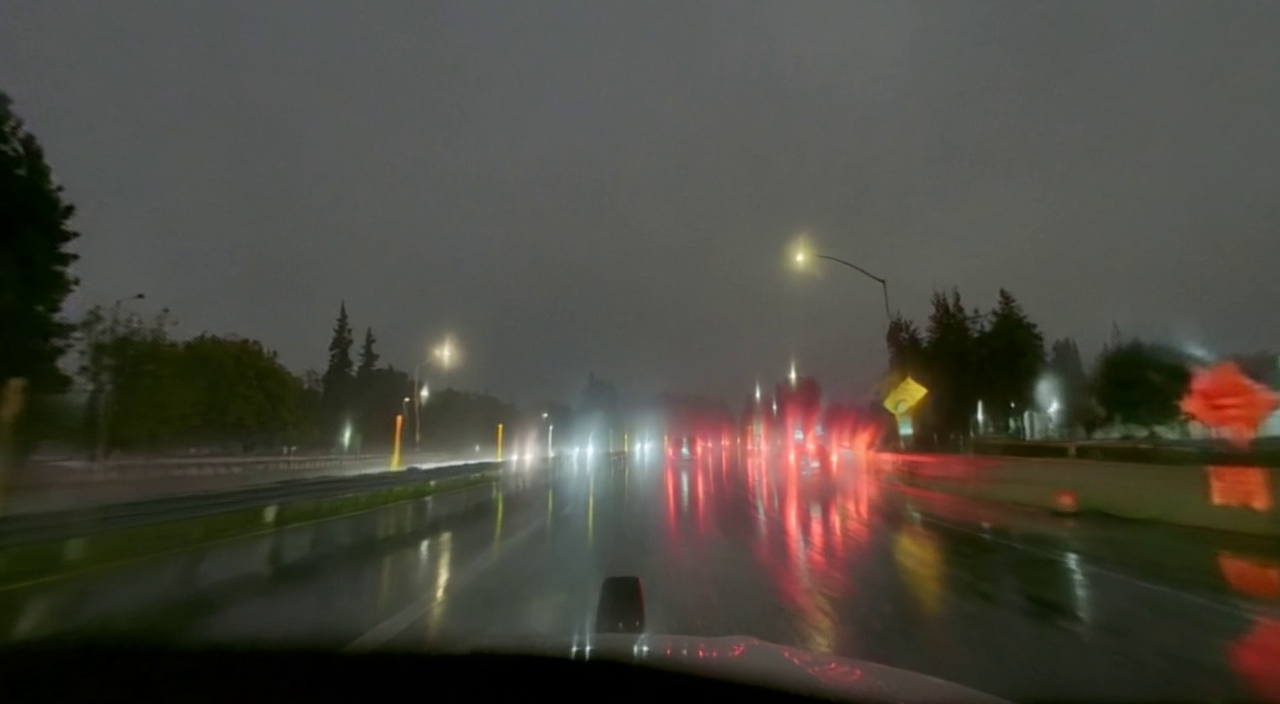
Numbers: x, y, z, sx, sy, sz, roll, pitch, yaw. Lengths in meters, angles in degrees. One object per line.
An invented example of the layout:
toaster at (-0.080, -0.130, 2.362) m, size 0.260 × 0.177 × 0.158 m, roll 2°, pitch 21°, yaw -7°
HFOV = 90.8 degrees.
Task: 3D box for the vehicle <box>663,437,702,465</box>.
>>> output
vehicle at (2.806, 6.388, 40.779) m, size 2.201 × 1.676 × 4.541 m, roll -1°, pitch -8°, yaw 7°

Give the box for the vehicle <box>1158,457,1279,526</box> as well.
vehicle at (11.818, 2.248, 10.186) m, size 3.503 × 1.020 × 4.269 m, roll -1°, pitch -9°, yaw 5°

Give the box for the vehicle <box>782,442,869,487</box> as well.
vehicle at (6.628, 4.045, 23.067) m, size 2.044 × 1.474 × 4.083 m, roll 0°, pitch -8°, yaw 2°
